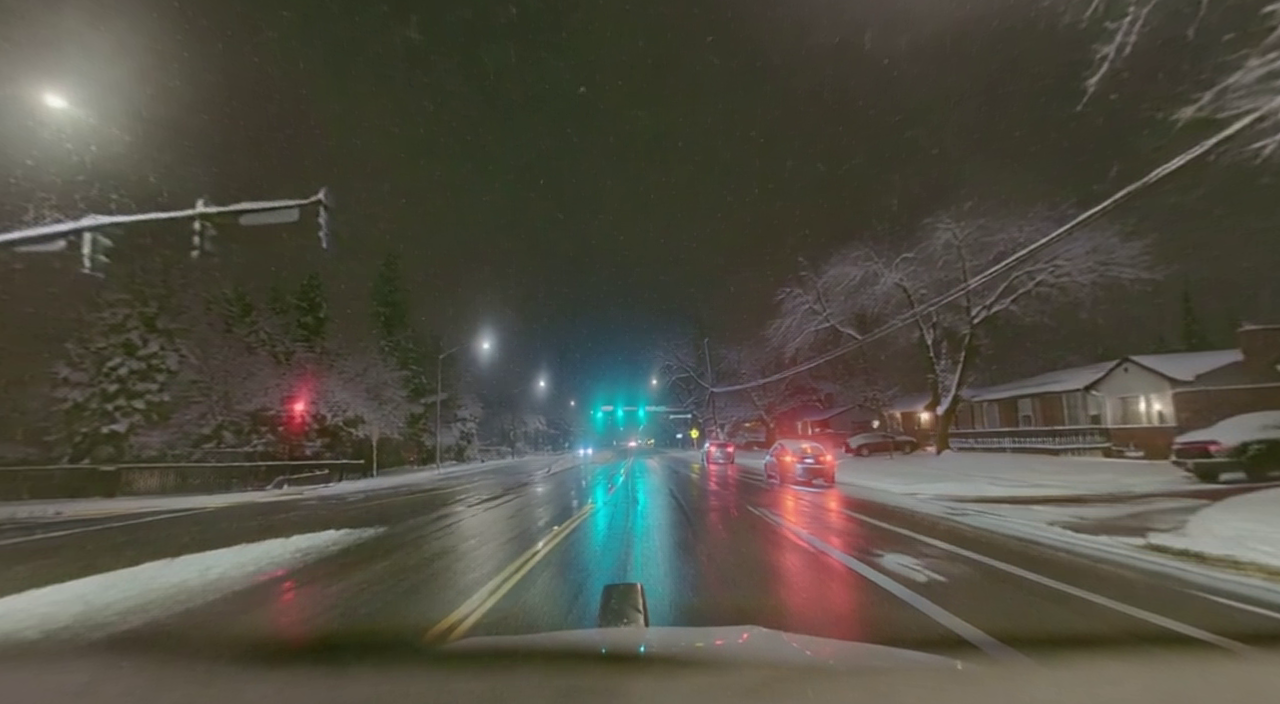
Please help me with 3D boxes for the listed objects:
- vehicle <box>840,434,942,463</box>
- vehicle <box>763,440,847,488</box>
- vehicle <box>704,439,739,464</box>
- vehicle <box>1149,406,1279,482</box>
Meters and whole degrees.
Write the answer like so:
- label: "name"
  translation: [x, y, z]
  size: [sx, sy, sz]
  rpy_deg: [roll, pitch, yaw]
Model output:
- label: "vehicle"
  translation: [12.911, 4.977, 32.566]
  size: [4.461, 1.461, 1.805]
  rpy_deg: [0, -8, -1]
- label: "vehicle"
  translation: [5.760, 3.947, 22.595]
  size: [1.855, 1.520, 4.808]
  rpy_deg: [0, -8, 2]
- label: "vehicle"
  translation: [6.064, 7.482, 47.509]
  size: [2.026, 1.754, 4.565]
  rpy_deg: [0, -8, 0]
- label: "vehicle"
  translation: [14.480, 2.096, 14.469]
  size: [3.769, 1.598, 1.987]
  rpy_deg: [0, -8, 0]
